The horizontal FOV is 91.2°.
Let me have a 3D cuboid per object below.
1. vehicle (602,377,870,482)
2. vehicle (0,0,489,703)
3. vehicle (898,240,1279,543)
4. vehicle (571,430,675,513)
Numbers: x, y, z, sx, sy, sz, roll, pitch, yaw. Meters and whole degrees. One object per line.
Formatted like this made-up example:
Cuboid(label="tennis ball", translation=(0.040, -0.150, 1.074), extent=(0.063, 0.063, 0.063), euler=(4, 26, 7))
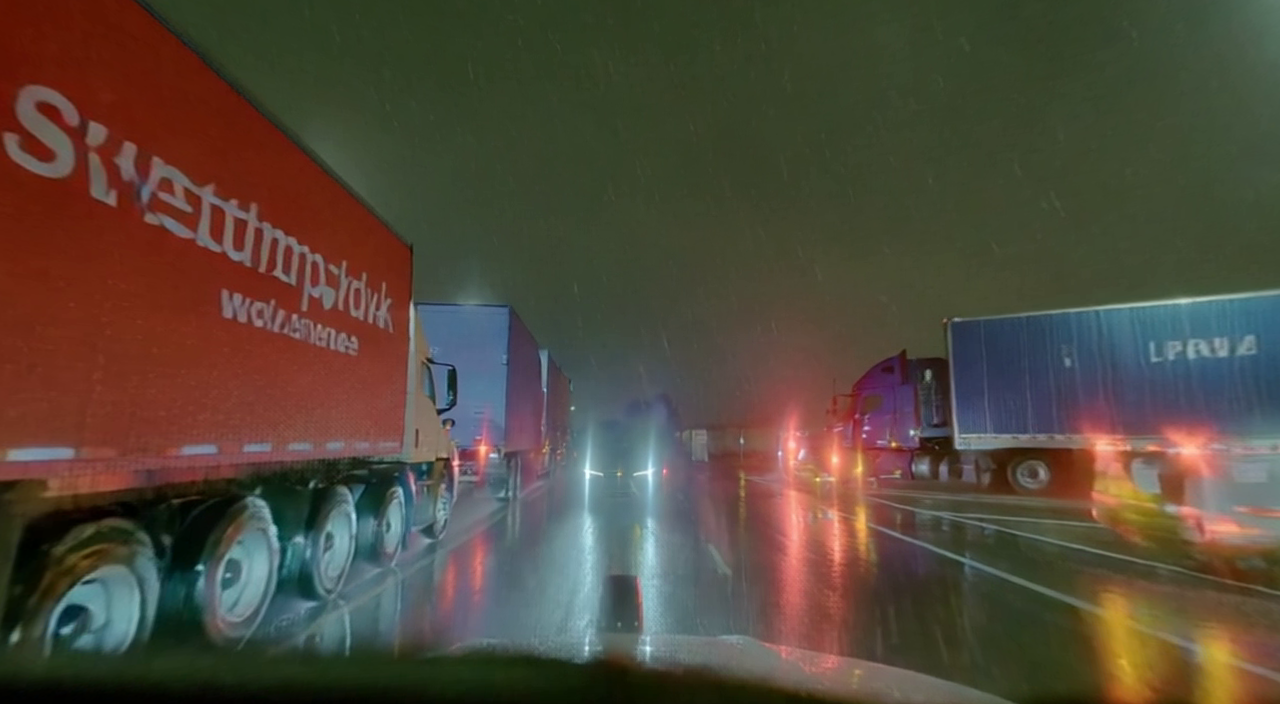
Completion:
Cuboid(label="vehicle", translation=(3.734, 3.858, 30.972), extent=(2.877, 4.124, 14.516), euler=(3, -8, -41))
Cuboid(label="vehicle", translation=(-3.984, 0.655, 5.975), extent=(2.986, 3.391, 9.523), euler=(0, -9, -2))
Cuboid(label="vehicle", translation=(11.136, 0.471, 8.592), extent=(13.564, 4.152, 3.110), euler=(-9, -12, 42))
Cuboid(label="vehicle", translation=(-0.377, 2.780, 15.029), extent=(2.140, 1.682, 3.971), euler=(0, -9, -1))
